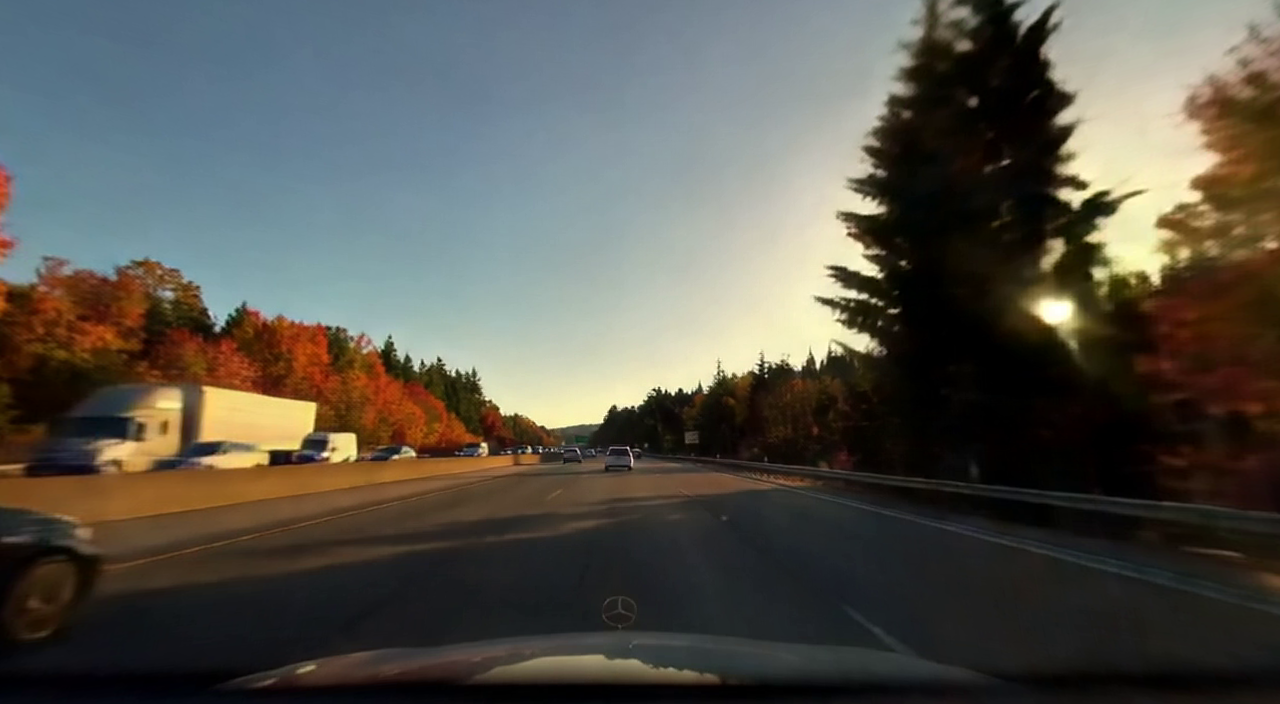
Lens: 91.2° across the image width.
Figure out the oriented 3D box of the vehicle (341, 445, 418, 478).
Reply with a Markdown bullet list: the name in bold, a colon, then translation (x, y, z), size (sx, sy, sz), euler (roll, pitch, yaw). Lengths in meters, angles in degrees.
- **vehicle**: translation (-13.095, 5.509, 31.882), size (1.946, 1.512, 4.747), euler (0, -9, -1)

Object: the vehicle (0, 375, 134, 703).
- **vehicle**: translation (-4.278, 0.730, 1.639), size (1.974, 1.688, 4.727), euler (0, -9, -1)

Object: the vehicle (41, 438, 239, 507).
- **vehicle**: translation (-12.597, 3.042, 16.202), size (1.881, 1.507, 3.991), euler (0, -9, -1)

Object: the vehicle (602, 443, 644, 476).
- **vehicle**: translation (-0.930, 5.855, 34.198), size (2.115, 1.661, 4.049), euler (0, -9, -2)

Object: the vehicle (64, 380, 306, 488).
- **vehicle**: translation (-18.357, 3.589, 26.663), size (2.988, 3.698, 10.089), euler (0, -9, -2)
